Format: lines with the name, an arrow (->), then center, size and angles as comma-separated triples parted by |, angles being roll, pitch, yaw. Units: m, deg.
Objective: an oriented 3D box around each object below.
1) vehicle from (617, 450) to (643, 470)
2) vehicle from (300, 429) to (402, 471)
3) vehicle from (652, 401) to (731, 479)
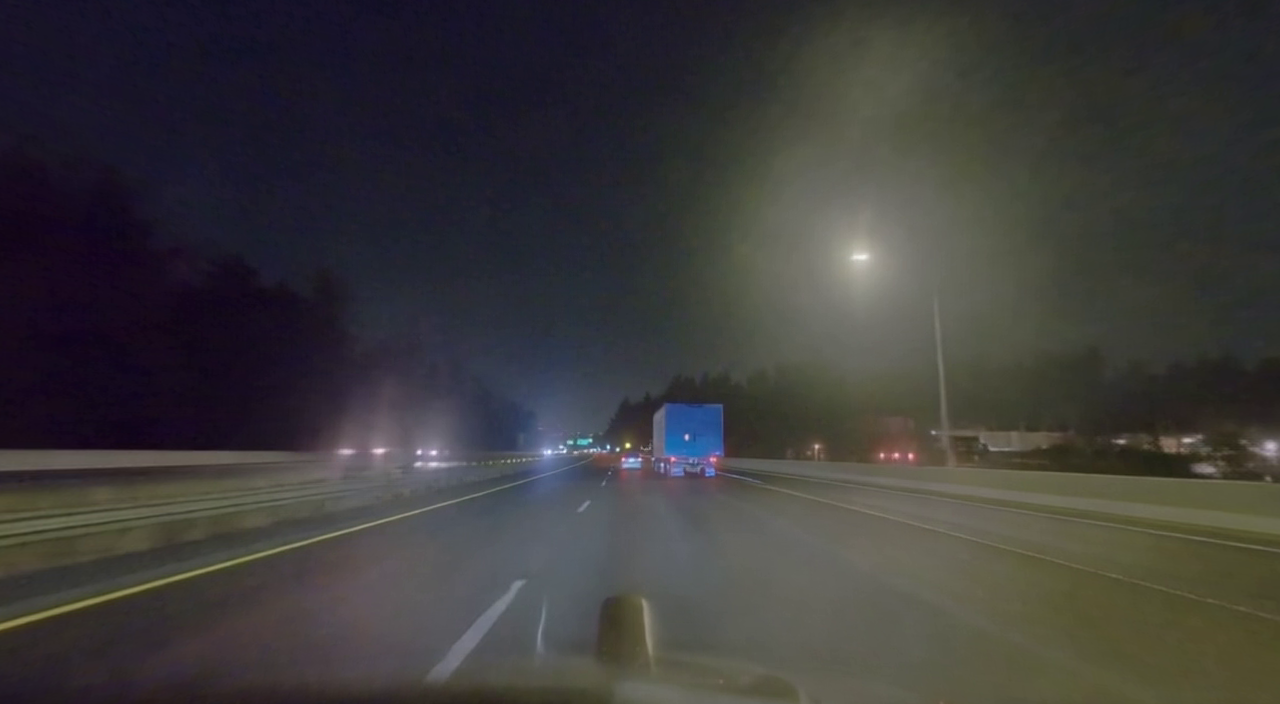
vehicle -> -0.734, 8.118, 47.698 | 1.898, 1.438, 4.053 | 0, -9, -1
vehicle -> -11.759, 4.049, 26.067 | 2.004, 1.522, 4.569 | 0, -9, 1
vehicle -> 2.966, 6.031, 42.483 | 3.462, 4.177, 16.311 | 0, -9, -2
